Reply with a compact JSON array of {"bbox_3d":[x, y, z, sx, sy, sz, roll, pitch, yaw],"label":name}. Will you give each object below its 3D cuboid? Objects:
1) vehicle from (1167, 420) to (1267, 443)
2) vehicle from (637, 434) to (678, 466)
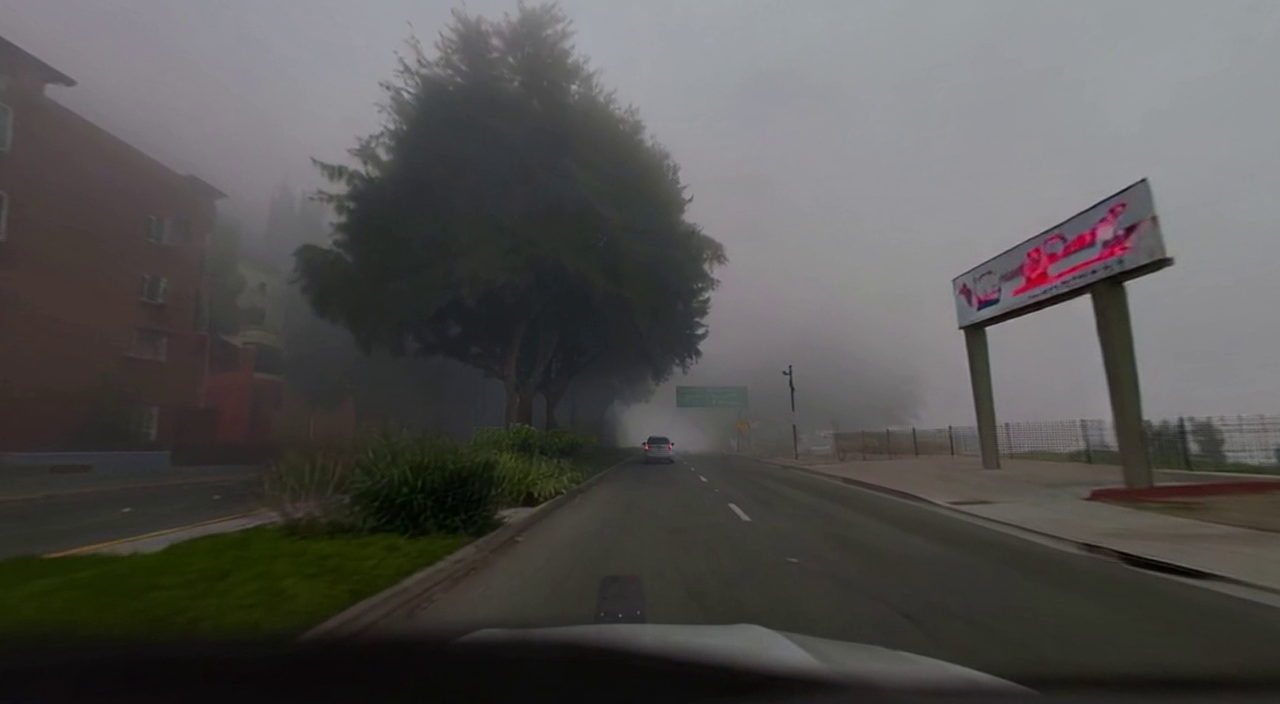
[{"bbox_3d":[37.869,5.255,41.395,4.637,1.477,1.823,0,-8,3],"label":"vehicle"},{"bbox_3d":[1.073,5.675,36.700,2.235,1.719,4.292,0,-8,3],"label":"vehicle"}]
